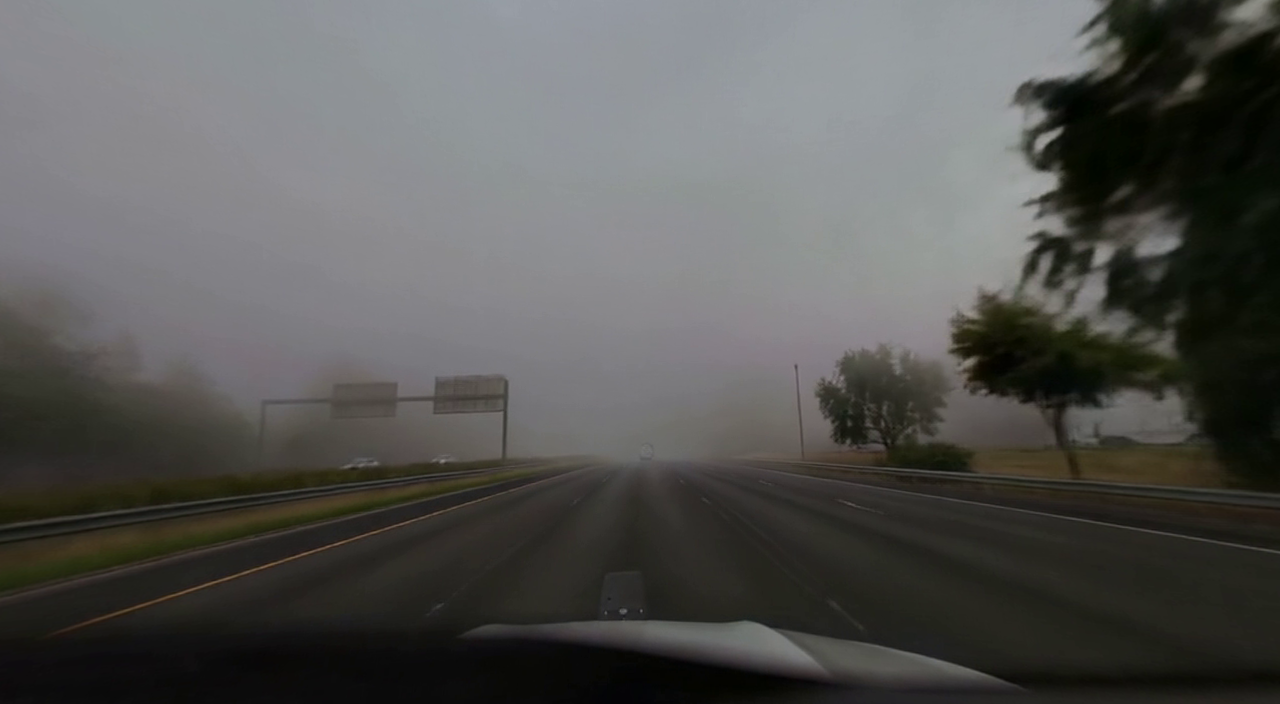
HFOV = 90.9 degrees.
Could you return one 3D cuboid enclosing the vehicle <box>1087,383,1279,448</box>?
[{"bbox_3d":[40.698,5.107,47.137,2.876,4.046,13.881,1,-9,-8],"label":"vehicle"}]
